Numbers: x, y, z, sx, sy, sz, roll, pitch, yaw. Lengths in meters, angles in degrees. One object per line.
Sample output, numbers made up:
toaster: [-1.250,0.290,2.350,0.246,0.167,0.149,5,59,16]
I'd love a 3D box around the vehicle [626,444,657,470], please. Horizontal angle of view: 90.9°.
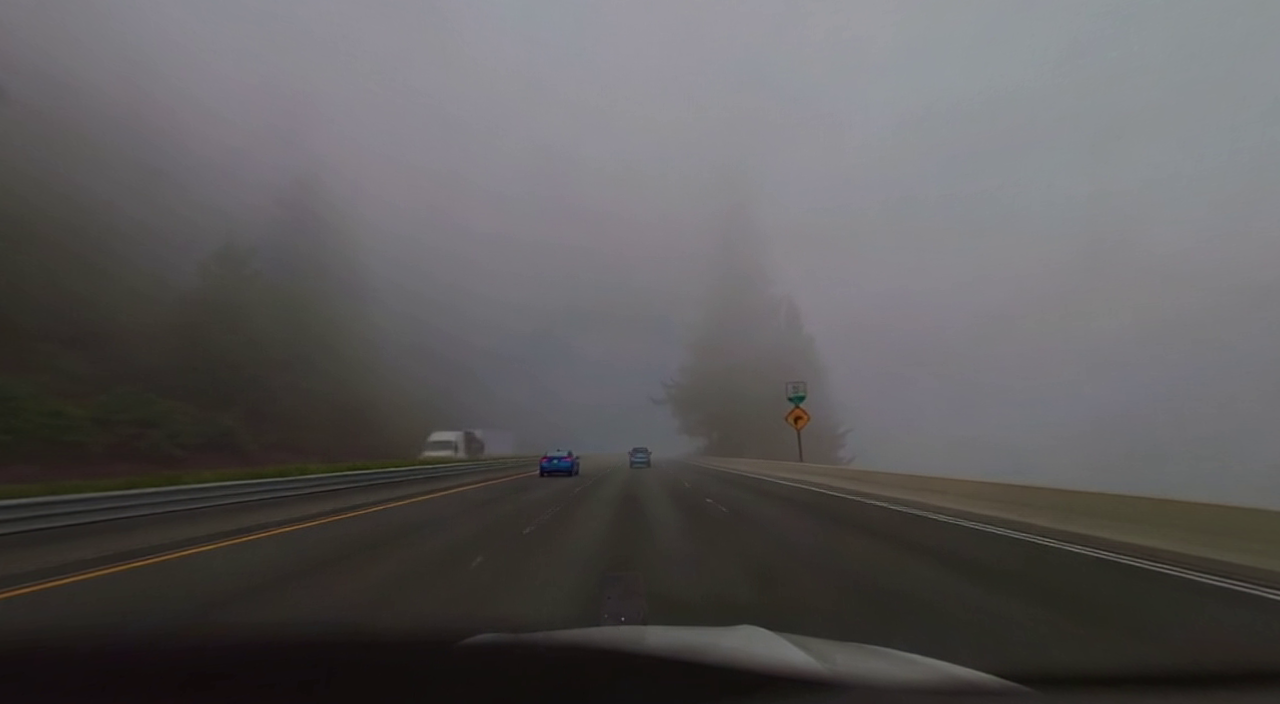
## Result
vehicle: [0.088,6.969,41.976,2.011,1.590,3.607,0,-9,0]

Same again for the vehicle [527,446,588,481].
vehicle: [-3.711,5.123,29.376,2.157,1.483,4.601,0,-9,1]

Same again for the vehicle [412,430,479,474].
vehicle: [-13.372,6.938,43.927,2.485,2.795,6.720,0,-9,0]
